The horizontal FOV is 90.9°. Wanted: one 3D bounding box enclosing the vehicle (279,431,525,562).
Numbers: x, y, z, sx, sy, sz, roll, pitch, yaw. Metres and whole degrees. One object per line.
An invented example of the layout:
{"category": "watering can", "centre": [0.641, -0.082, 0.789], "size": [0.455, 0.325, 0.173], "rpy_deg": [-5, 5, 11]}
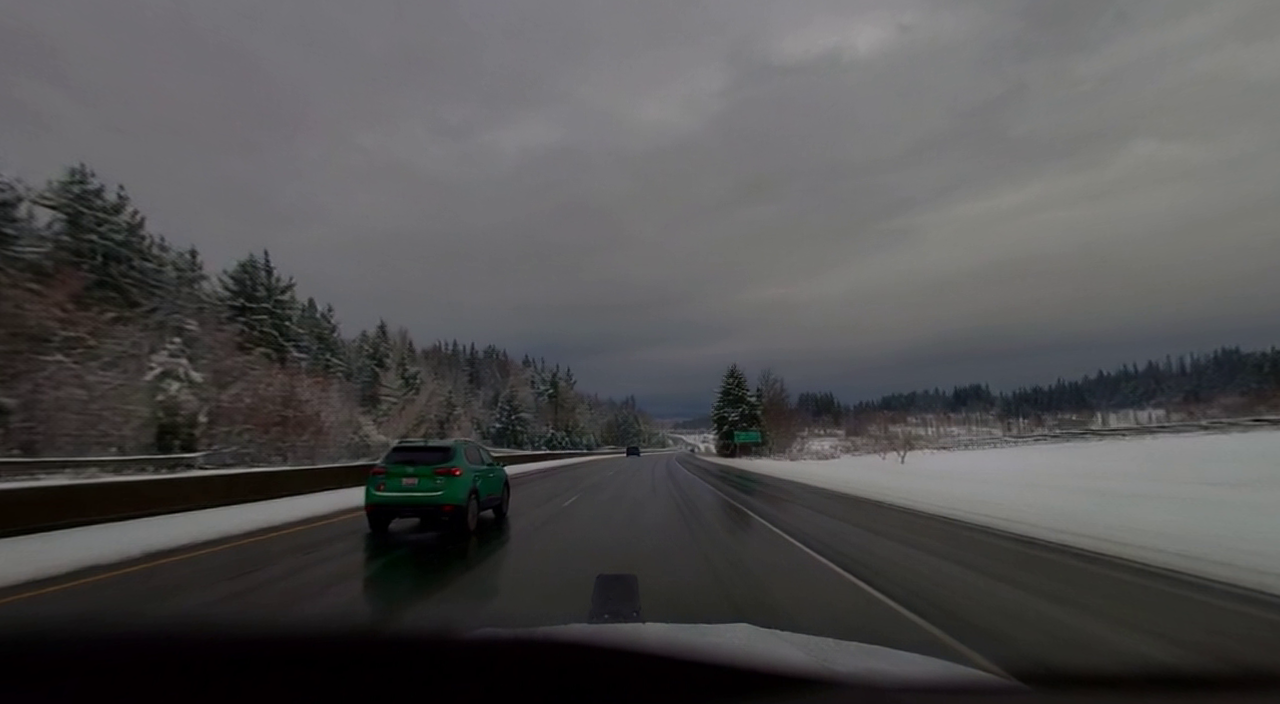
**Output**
{"category": "vehicle", "centre": [-3.105, 1.976, 9.314], "size": [1.934, 1.486, 4.115], "rpy_deg": [0, -9, 1]}
